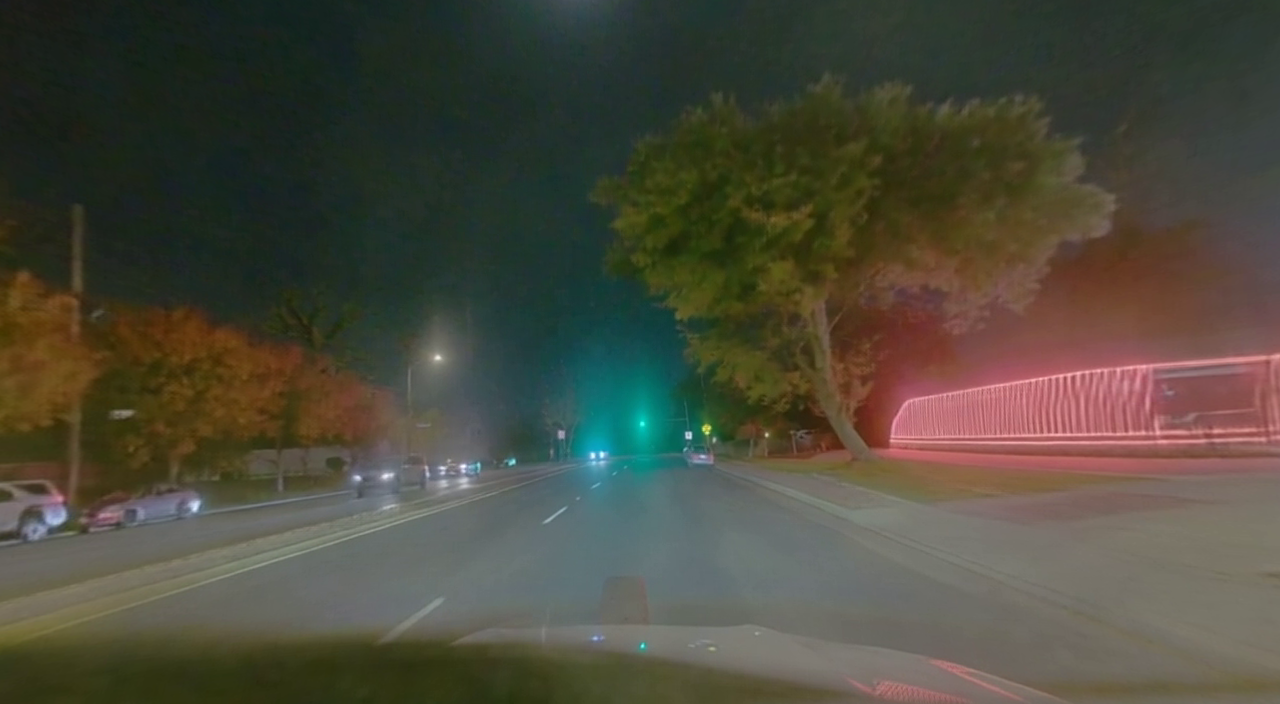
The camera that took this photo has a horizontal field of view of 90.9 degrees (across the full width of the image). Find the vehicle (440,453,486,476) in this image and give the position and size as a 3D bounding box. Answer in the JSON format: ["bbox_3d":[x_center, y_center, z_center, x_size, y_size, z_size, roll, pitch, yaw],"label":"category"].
[{"bbox_3d":[-13.384,8.525,47.874,1.915,1.505,4.726,-3,-9,3],"label":"vehicle"}]

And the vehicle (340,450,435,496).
[{"bbox_3d":[-10.992,5.262,27.872,2.079,1.812,4.757,0,-9,2],"label":"vehicle"}]

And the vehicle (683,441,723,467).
[{"bbox_3d":[3.842,6.320,39.263,2.041,1.523,4.281,0,-9,0],"label":"vehicle"}]

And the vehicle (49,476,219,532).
[{"bbox_3d":[-17.753,5.333,22.520,1.902,1.484,4.908,-1,-9,2],"label":"vehicle"}]
